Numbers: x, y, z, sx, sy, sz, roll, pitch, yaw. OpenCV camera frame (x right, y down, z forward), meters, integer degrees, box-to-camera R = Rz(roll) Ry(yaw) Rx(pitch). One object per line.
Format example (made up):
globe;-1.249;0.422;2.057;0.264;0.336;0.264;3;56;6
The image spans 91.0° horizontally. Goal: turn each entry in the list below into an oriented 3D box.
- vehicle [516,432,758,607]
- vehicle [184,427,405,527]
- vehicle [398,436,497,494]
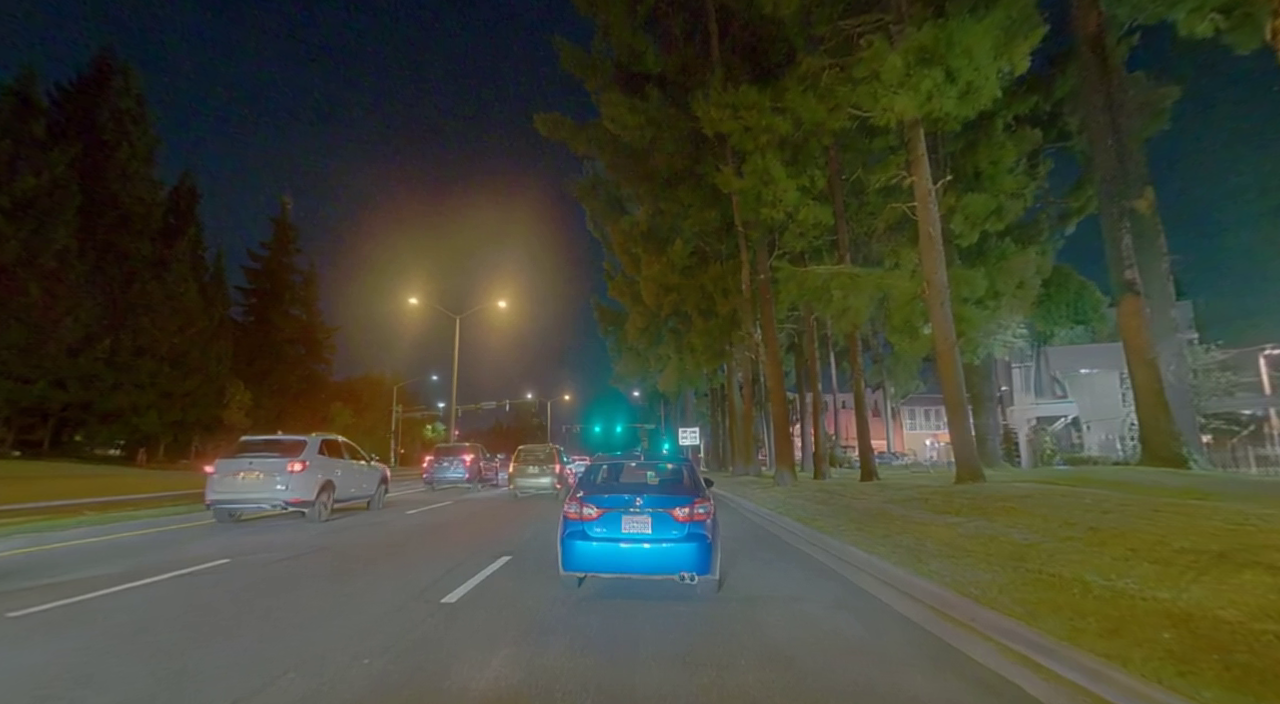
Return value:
vehicle;0.011;1.751;7.493;2.091;1.494;3.962;0;-9;1
vehicle;-6.998;2.564;13.502;2.032;1.767;4.549;0;-9;2
vehicle;-6.897;4.097;23.146;2.130;1.900;4.470;0;-9;1
